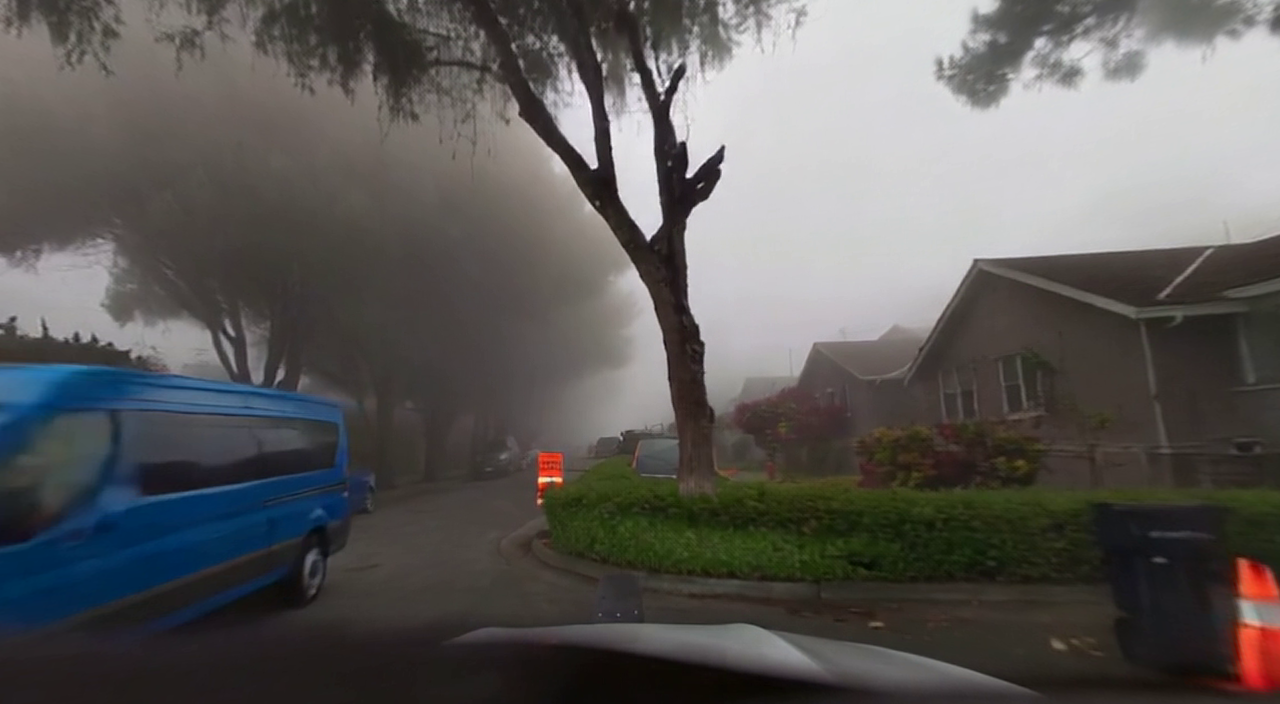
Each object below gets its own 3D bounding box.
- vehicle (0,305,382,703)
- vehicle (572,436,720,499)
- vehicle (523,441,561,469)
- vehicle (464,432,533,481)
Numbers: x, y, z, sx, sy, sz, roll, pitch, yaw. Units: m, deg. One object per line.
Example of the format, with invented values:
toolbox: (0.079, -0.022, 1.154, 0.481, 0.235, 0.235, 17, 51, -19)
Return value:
vehicle: (-3.792, 1.044, 4.265, 2.219, 1.984, 4.712, 0, -8, -2)
vehicle: (0.269, 3.004, 16.971, 1.827, 1.436, 4.070, -7, -10, 39)
vehicle: (-6.328, 6.674, 40.991, 1.765, 1.493, 4.130, 2, -6, 0)
vehicle: (-6.655, 4.905, 30.181, 2.042, 1.937, 4.960, 3, -6, 1)
